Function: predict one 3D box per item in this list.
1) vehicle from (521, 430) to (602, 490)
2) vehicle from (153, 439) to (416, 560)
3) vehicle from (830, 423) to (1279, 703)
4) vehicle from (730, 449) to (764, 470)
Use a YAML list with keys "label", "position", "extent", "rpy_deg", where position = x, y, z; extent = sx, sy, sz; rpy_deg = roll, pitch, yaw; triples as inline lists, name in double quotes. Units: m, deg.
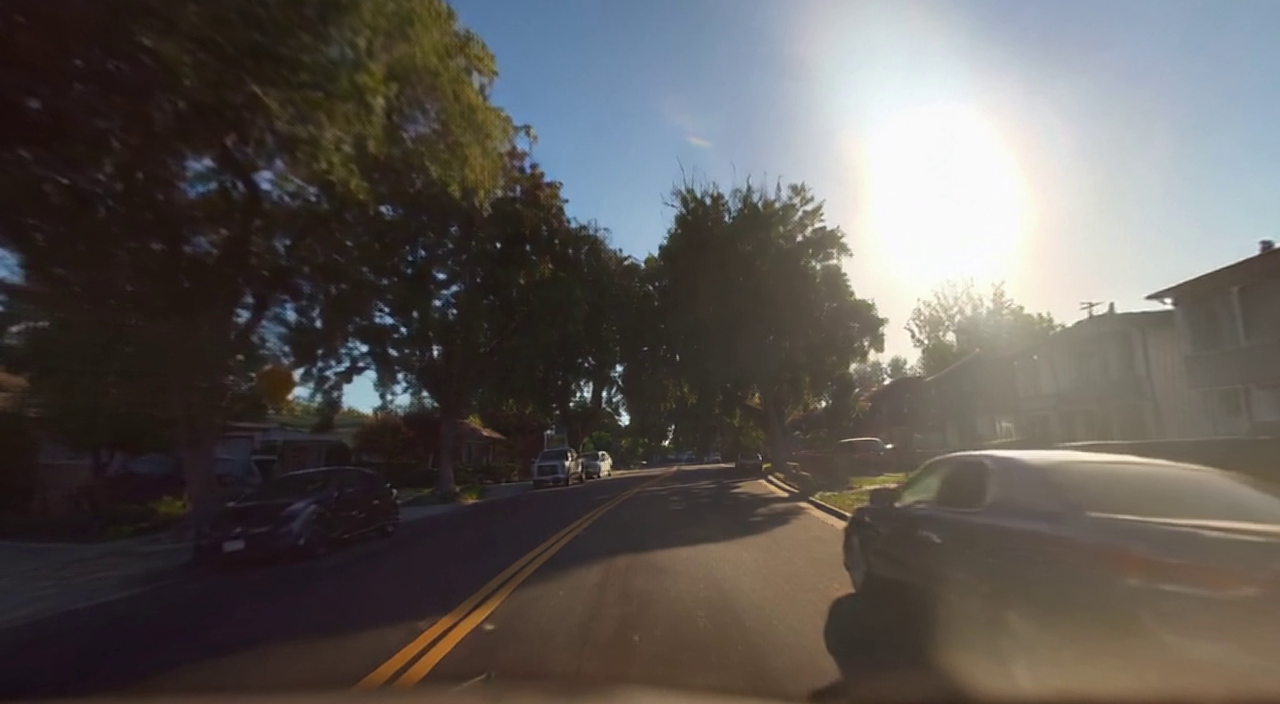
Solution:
- label: "vehicle"
  position: [-3.676, 5.396, 30.774]
  extent: [2.334, 2.126, 6.444]
  rpy_deg: [-6, -16, 6]
- label: "vehicle"
  position: [-5.665, 2.582, 10.870]
  extent: [2.005, 1.557, 4.172]
  rpy_deg: [-3, -15, 1]
- label: "vehicle"
  position: [2.871, 1.272, 4.095]
  extent: [1.972, 1.460, 4.137]
  rpy_deg: [-1, -9, 0]
- label: "vehicle"
  position: [7.887, 7.860, 46.204]
  extent: [1.948, 1.408, 4.345]
  rpy_deg: [-3, -9, 16]
